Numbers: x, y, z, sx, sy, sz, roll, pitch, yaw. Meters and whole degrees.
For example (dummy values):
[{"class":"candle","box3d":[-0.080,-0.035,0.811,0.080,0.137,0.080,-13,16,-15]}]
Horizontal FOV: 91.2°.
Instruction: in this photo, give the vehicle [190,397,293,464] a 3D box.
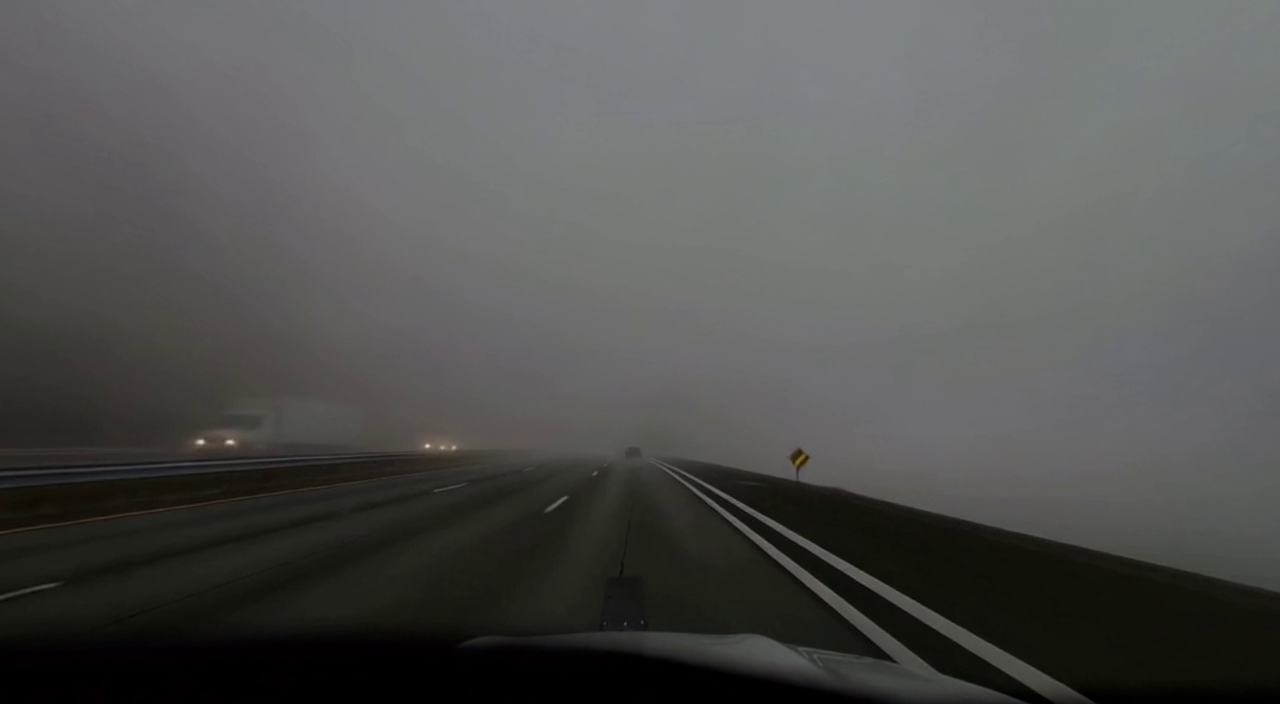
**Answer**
[{"class":"vehicle","box3d":[-25.527,5.087,40.541,3.284,4.020,4.965,1,-8,-2]}]

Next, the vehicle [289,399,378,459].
[{"class":"vehicle","box3d":[-21.356,5.497,44.180,3.038,3.924,6.196,0,-8,-1]}]
